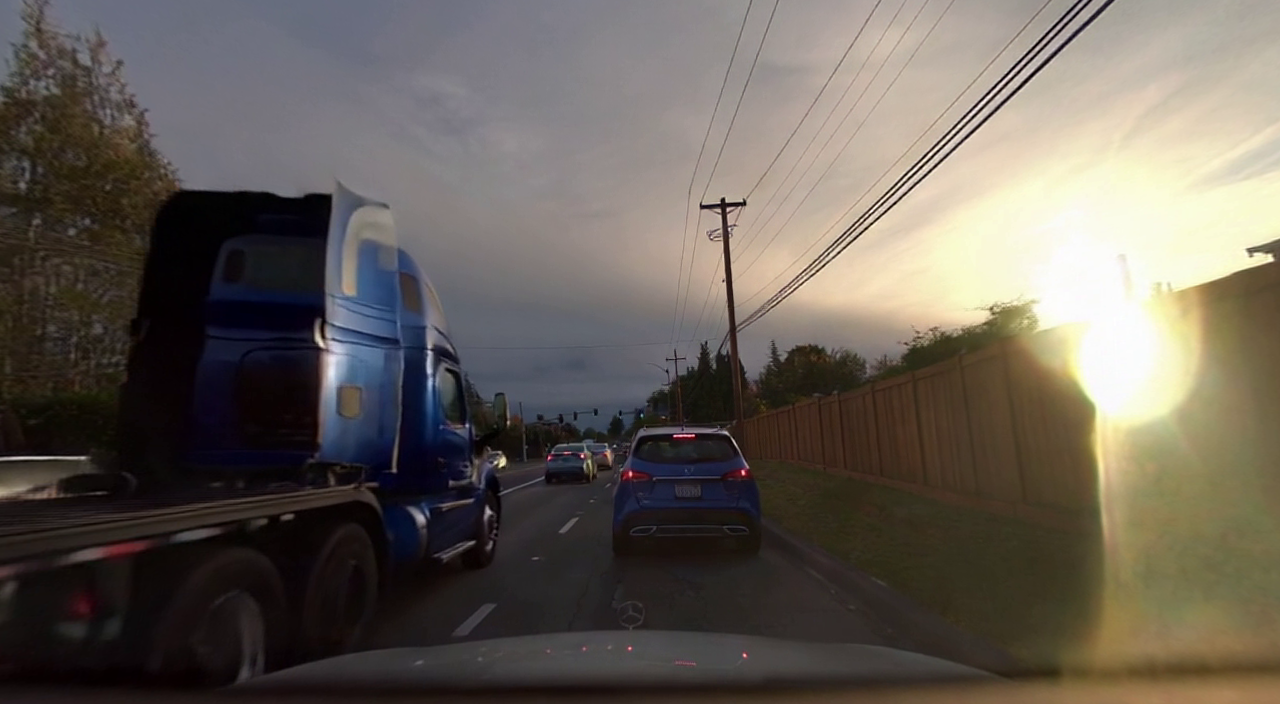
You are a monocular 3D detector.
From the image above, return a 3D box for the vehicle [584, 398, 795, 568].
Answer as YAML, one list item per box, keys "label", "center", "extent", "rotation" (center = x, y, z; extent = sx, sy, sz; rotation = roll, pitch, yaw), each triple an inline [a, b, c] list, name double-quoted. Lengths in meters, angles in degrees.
- label: "vehicle"
  center: [0.487, 1.669, 8.673]
  extent: [2.174, 1.749, 4.113]
  rotation: [0, -9, -1]

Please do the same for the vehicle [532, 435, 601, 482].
- label: "vehicle"
  center: [-2.709, 4.082, 24.323]
  extent: [2.037, 1.639, 4.213]
  rotation: [0, -9, 2]

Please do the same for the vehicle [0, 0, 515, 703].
- label: "vehicle"
  center: [-3.110, 0.166, 3.373]
  extent: [2.928, 3.658, 8.980]
  rotation: [0, -9, 1]
